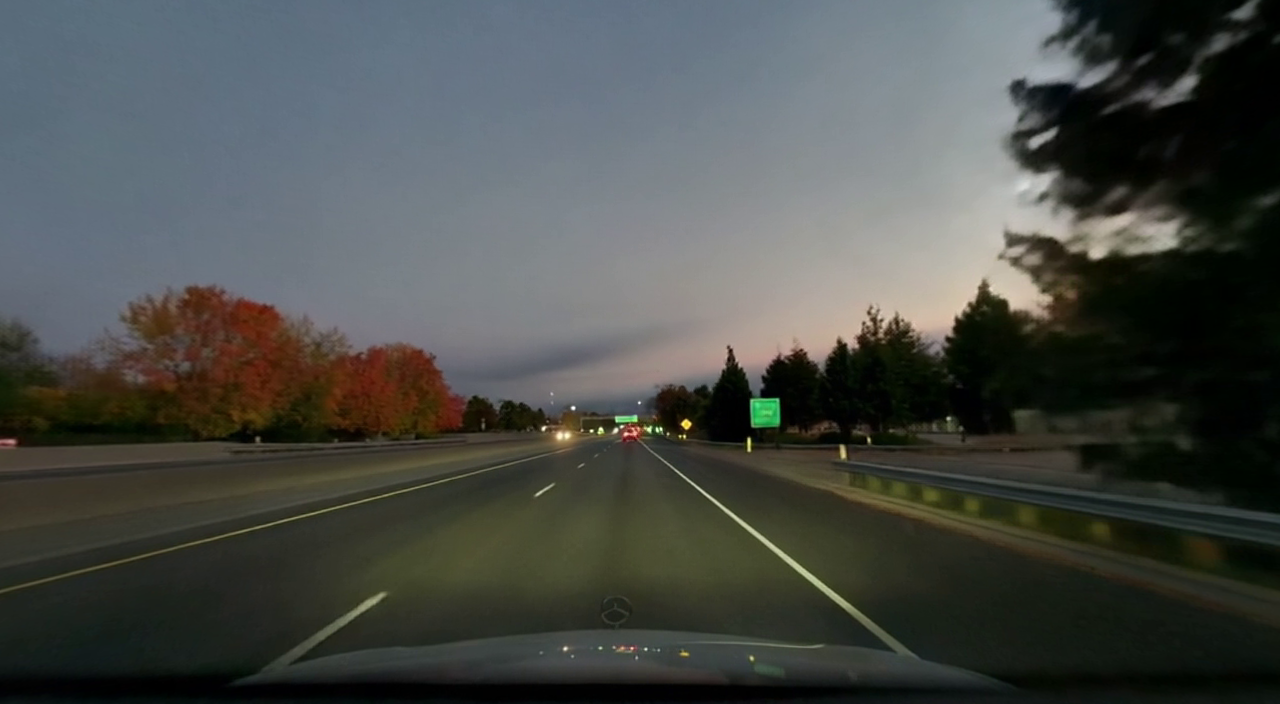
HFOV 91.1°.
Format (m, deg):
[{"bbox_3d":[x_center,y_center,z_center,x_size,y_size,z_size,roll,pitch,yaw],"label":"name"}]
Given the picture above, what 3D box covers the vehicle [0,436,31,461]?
[{"bbox_3d":[-49.393,7.535,49.232,2.079,1.843,5.261,6,-10,-42],"label":"vehicle"}]
